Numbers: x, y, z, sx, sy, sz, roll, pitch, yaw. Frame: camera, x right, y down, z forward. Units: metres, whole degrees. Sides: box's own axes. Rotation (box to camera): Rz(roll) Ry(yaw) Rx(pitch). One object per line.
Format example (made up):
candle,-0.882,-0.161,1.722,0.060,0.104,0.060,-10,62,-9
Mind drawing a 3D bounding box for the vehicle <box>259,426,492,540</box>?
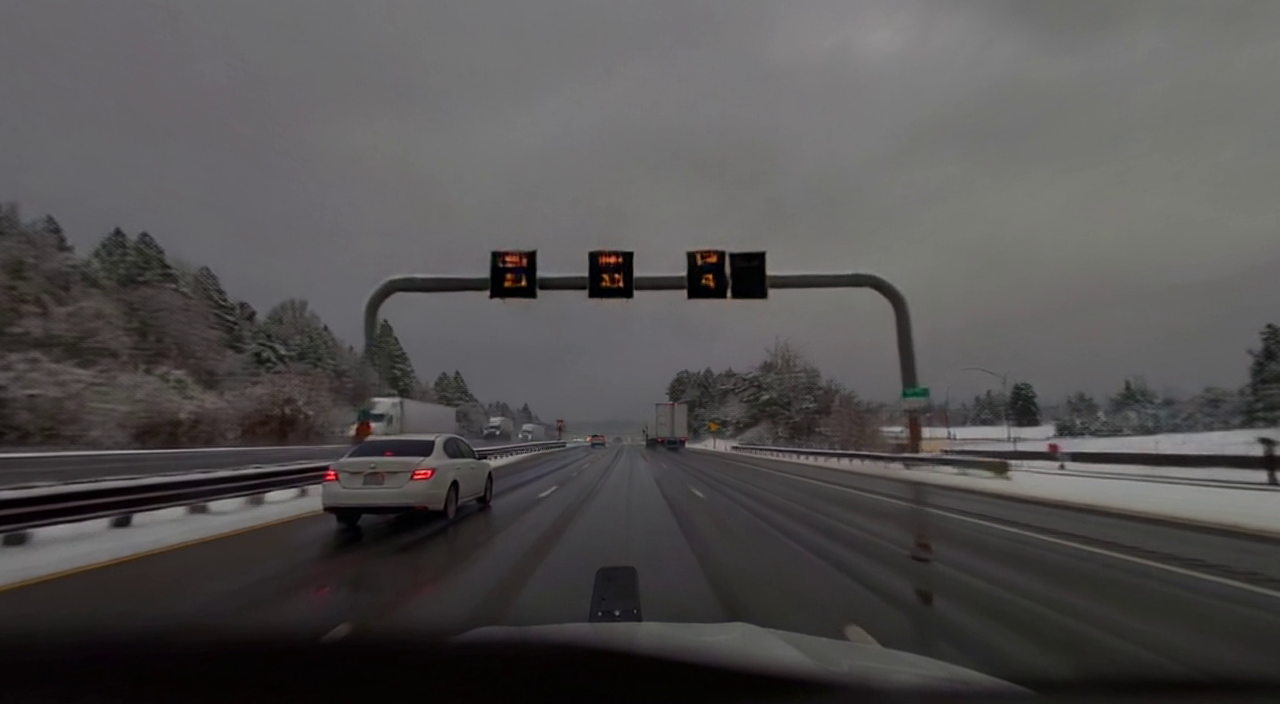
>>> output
vehicle,-3.931,1.979,10.359,1.971,1.444,4.401,0,-8,-1
